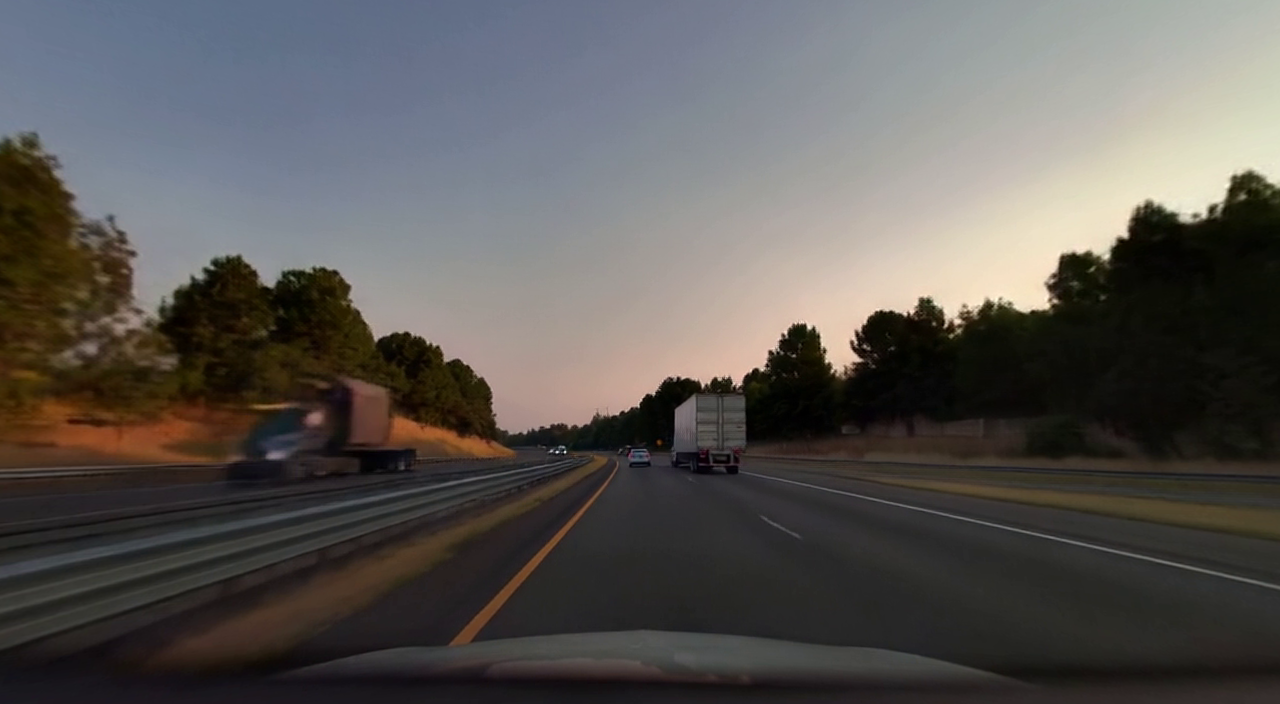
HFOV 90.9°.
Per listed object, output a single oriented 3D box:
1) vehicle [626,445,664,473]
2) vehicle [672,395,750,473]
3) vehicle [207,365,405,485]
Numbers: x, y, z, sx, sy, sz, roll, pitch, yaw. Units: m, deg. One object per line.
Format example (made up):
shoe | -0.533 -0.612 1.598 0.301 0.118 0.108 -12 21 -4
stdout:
vehicle | 0.219 6.268 37.082 2.051 1.513 4.511 0 -9 -1
vehicle | 4.093 5.432 40.354 2.883 4.057 14.579 0 -9 -2
vehicle | -12.866 3.138 25.695 2.968 4.011 9.235 0 -9 -1
